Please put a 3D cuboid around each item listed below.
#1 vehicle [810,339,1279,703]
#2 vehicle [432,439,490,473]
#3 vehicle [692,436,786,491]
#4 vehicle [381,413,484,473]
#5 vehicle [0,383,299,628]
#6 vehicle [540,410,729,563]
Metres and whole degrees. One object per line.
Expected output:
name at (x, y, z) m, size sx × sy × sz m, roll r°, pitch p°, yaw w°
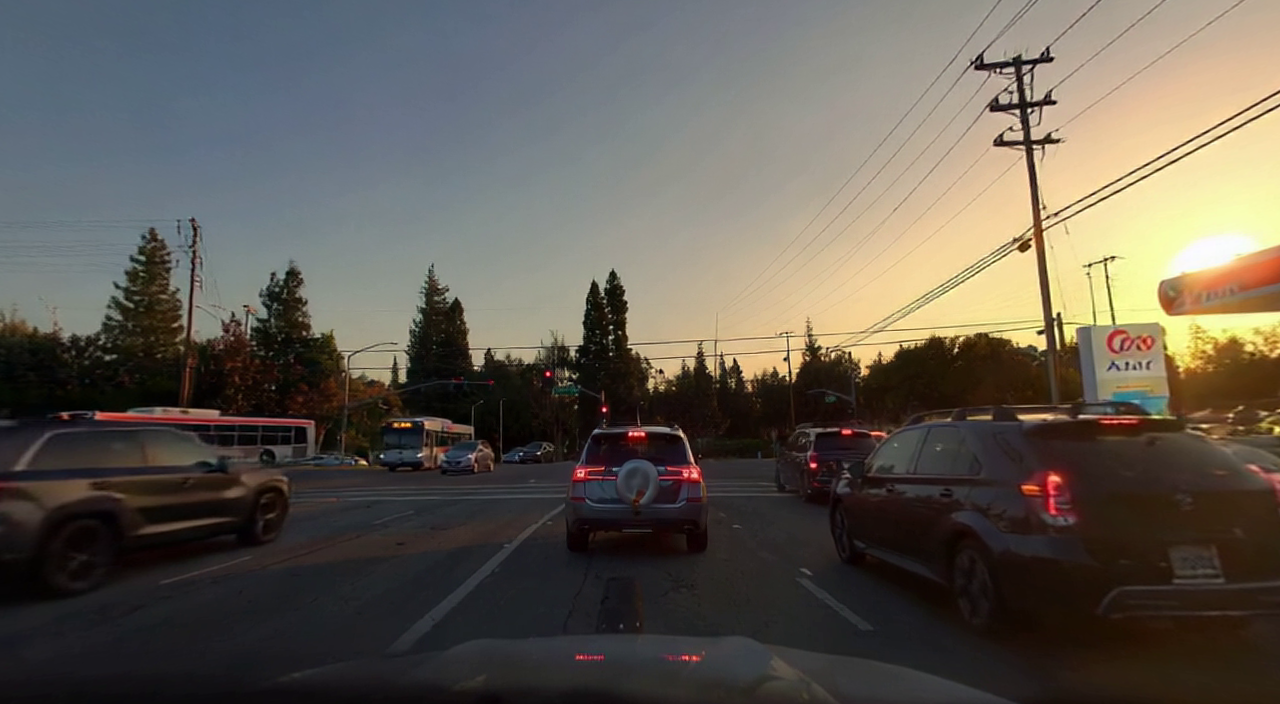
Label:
vehicle at (3.072, 1.144, 5.262) m, size 2.049 × 1.813 × 4.245 m, roll 0°, pitch -9°, yaw -1°
vehicle at (-10.495, 6.111, 37.430) m, size 2.163 × 1.812 × 4.686 m, roll -2°, pitch -8°, yaw -1°
vehicle at (2.879, 3.361, 19.397) m, size 2.040 × 1.481 × 4.407 m, roll 0°, pitch -9°, yaw -2°
vehicle at (-13.871, 6.356, 43.802) m, size 3.031 × 3.513 × 12.586 m, roll 0°, pitch -9°, yaw -1°
vehicle at (-5.874, 1.387, 6.327) m, size 2.190 × 1.795 × 4.993 m, roll 0°, pitch -9°, yaw -1°
vehicle at (-0.108, 1.799, 9.106) m, size 2.087 × 1.677 × 4.053 m, roll 0°, pitch -9°, yaw -1°
